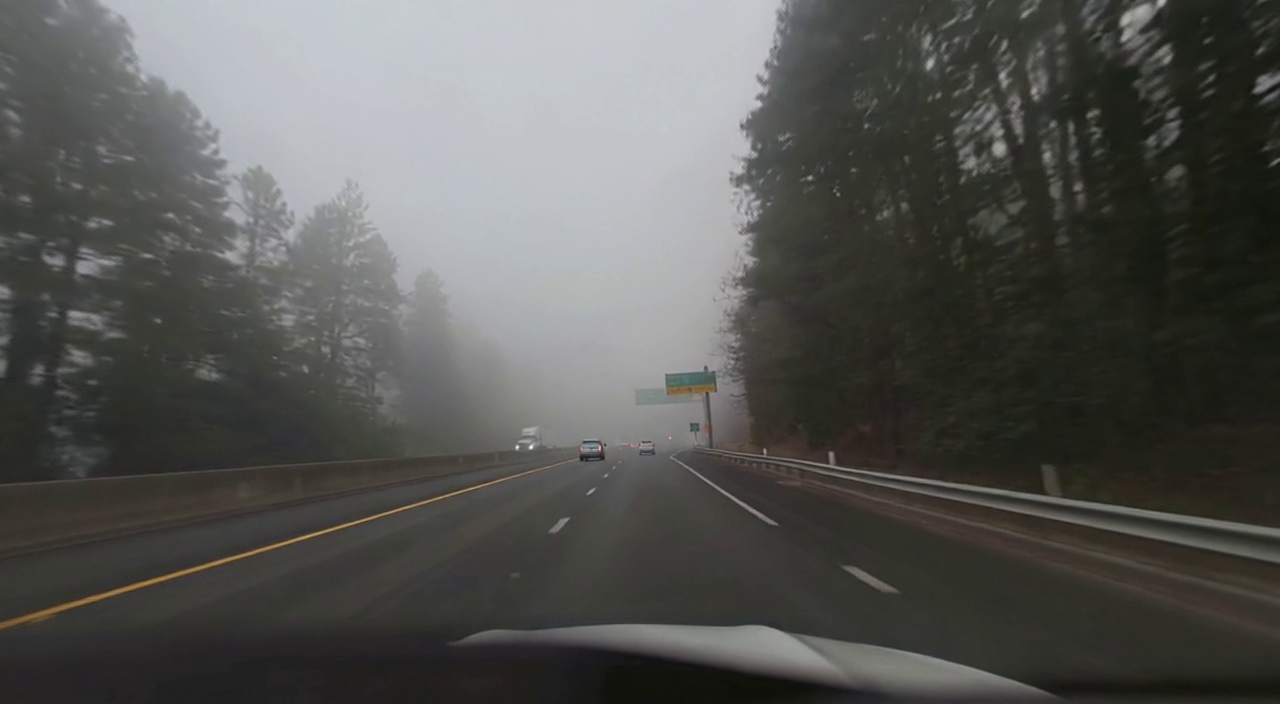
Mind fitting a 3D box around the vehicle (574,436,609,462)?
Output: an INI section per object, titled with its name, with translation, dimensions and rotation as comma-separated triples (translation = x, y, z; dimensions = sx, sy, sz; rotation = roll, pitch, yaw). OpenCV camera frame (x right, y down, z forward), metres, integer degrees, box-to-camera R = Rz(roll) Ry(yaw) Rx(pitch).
[vehicle]
translation = -3.349, 6.819, 44.509
dimensions = 2.129, 1.742, 4.217
rotation = 0, -8, 1
